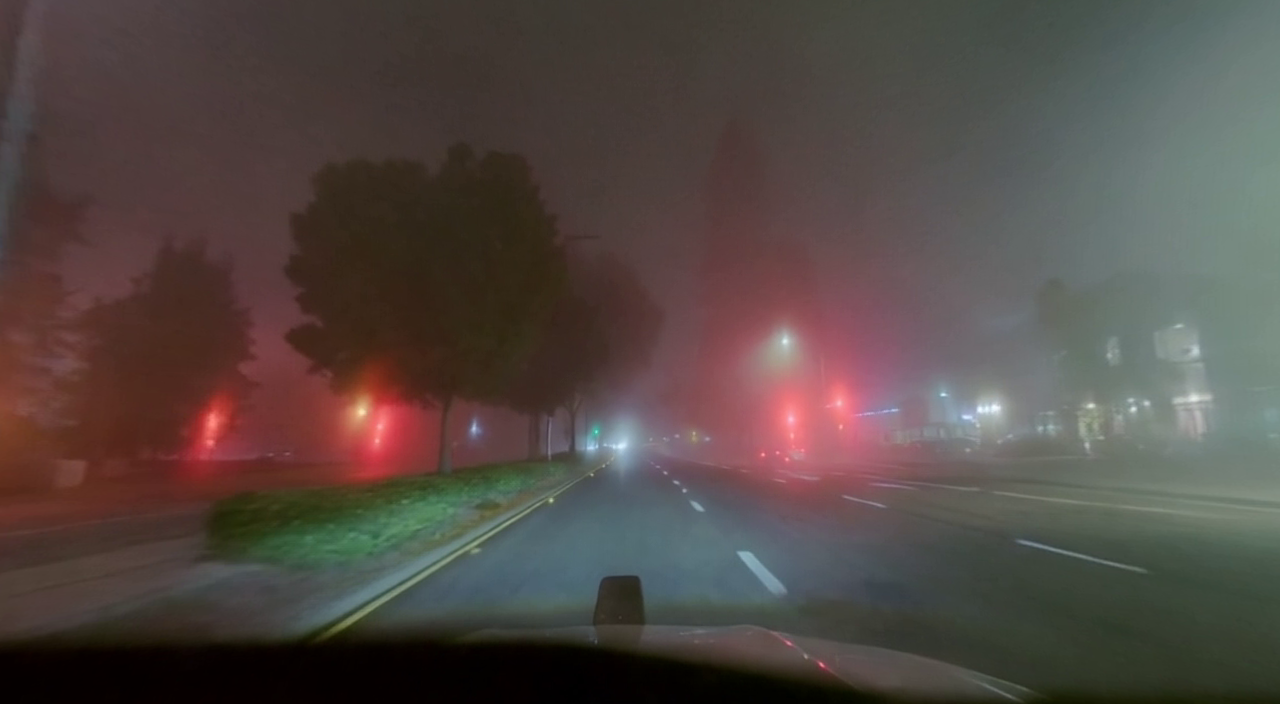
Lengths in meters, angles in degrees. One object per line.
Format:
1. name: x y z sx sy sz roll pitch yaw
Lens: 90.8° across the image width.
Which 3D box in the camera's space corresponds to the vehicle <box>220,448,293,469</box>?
1. vehicle: -28.549 7.926 47.118 4.140 1.446 1.888 -1 -8 -1
